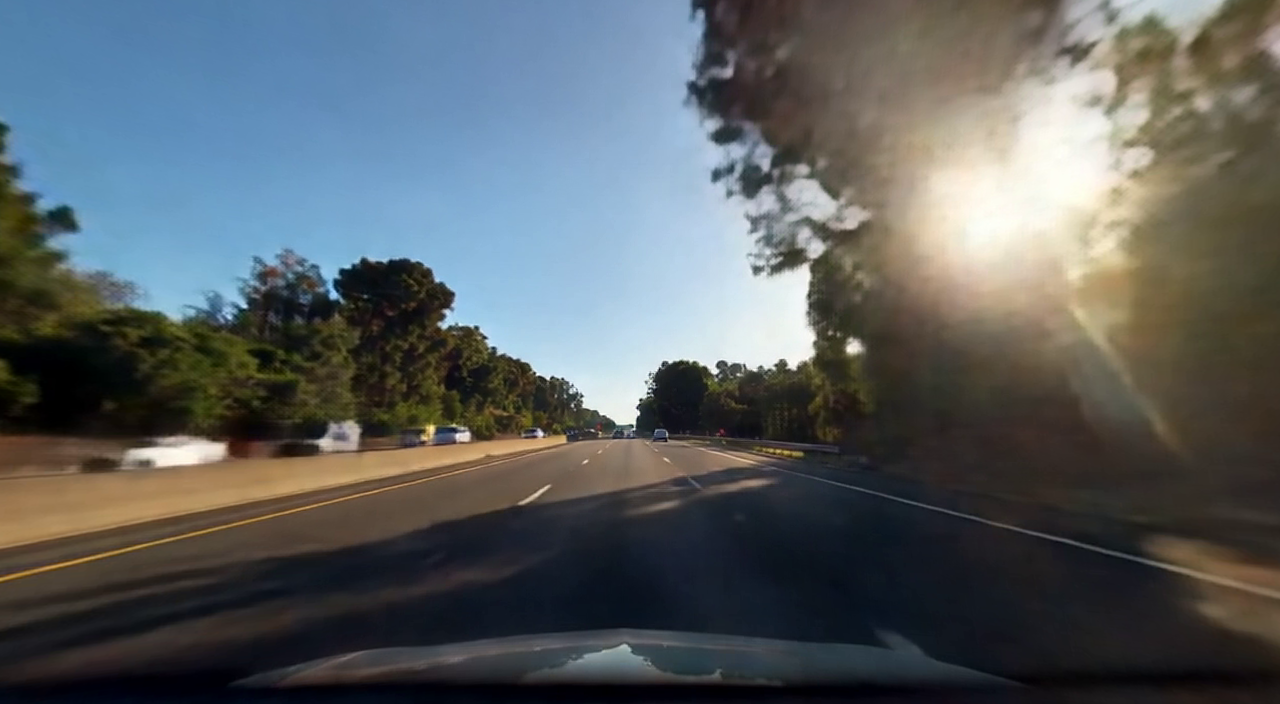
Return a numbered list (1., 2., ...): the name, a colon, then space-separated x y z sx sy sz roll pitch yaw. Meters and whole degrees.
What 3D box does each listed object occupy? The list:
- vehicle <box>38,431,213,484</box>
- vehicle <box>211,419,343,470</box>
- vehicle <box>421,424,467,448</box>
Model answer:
1. vehicle: -16.526 3.372 20.603 1.840 1.492 4.707 0 -8 -1
2. vehicle: -12.913 3.318 22.830 1.885 1.614 4.917 0 -8 -1
3. vehicle: -14.976 6.473 48.249 2.091 1.734 4.809 0 -8 -1
